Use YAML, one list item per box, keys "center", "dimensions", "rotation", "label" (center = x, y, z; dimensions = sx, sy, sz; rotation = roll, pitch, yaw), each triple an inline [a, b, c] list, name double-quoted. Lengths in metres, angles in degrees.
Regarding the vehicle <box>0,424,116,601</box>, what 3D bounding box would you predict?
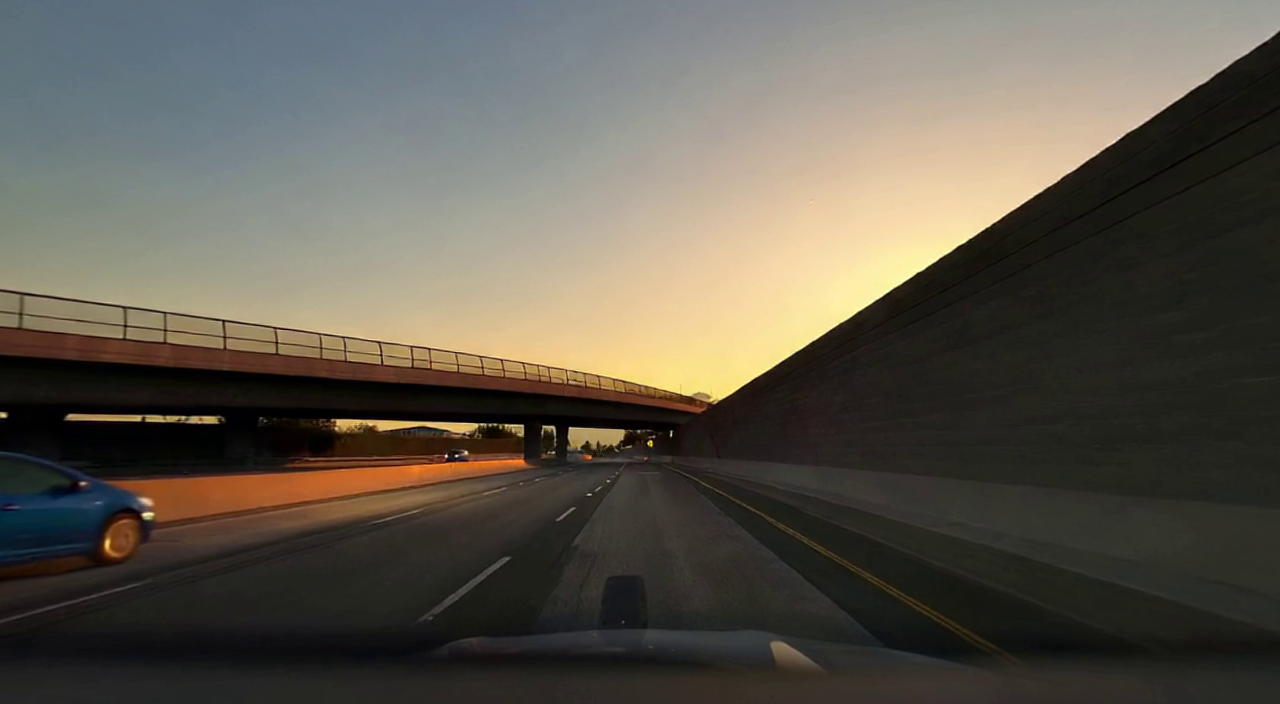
- center: [-6.917, 1.287, 4.636]
  dimensions: [2.172, 1.587, 4.518]
  rotation: [0, -9, 1]
  label: "vehicle"
